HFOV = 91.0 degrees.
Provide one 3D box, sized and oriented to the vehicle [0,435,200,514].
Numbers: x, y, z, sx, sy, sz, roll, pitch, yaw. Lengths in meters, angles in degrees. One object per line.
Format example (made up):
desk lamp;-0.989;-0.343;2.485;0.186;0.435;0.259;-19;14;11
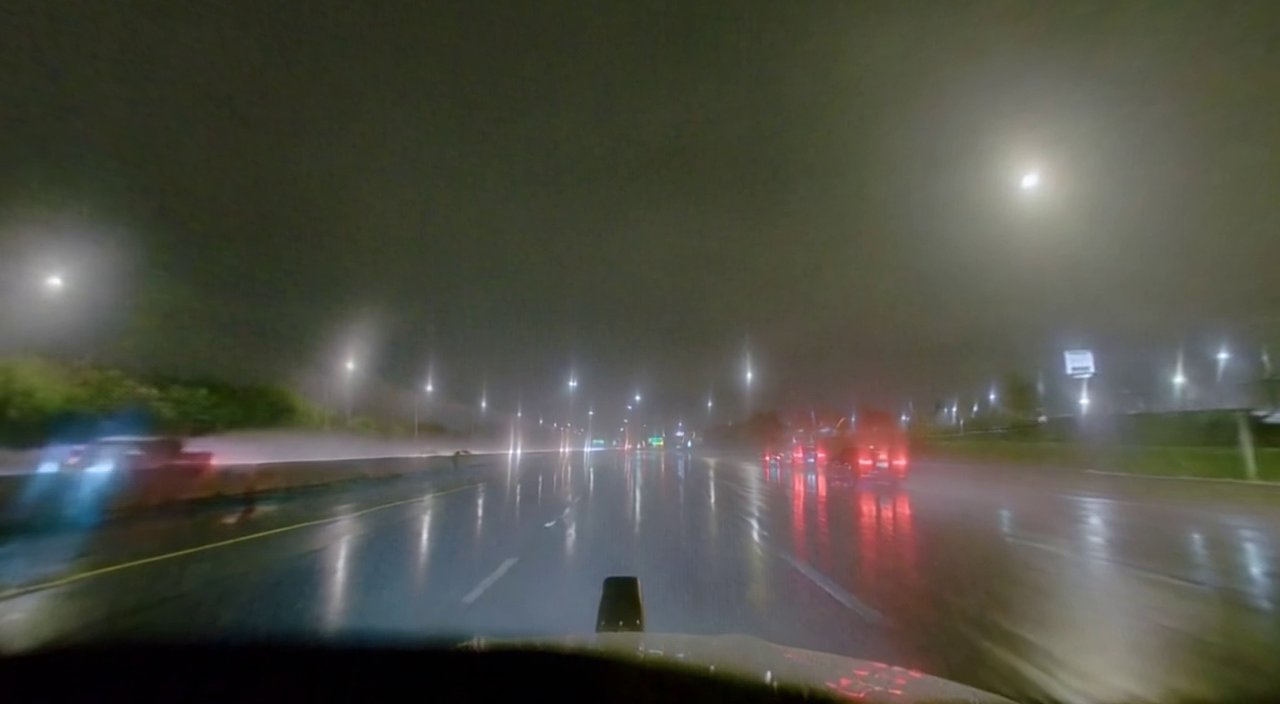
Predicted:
vehicle;-17.162;3.601;19.176;2.851;1.978;6.334;0;-9;1

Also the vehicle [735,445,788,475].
vehicle;6.776;6.043;35.575;2.053;1.553;4.463;0;-9;-1

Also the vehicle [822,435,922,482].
vehicle;10.503;4.886;29.081;2.387;1.936;5.646;0;-9;-1
